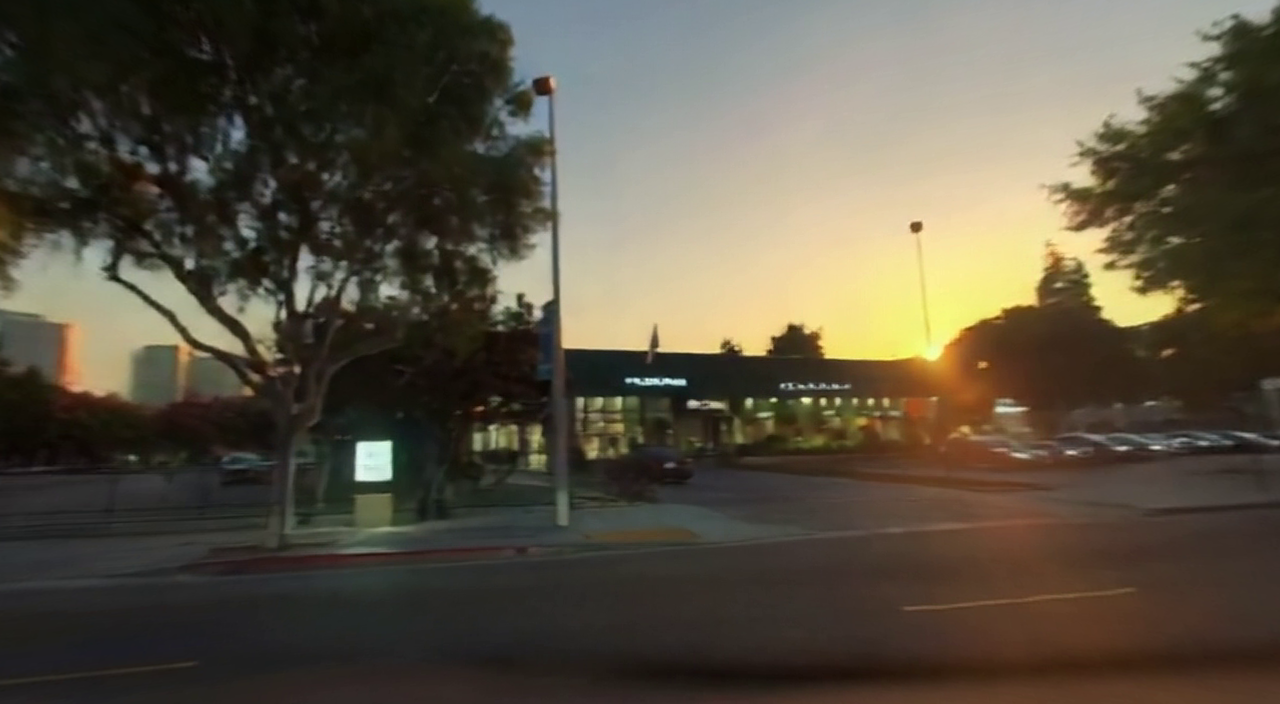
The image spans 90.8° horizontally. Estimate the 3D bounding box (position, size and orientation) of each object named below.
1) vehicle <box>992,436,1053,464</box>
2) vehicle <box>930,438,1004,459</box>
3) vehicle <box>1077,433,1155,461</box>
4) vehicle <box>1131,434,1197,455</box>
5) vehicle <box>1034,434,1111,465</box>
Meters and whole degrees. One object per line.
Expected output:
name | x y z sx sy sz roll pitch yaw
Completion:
vehicle | 21.500 5.537 35.700 2.130 1.458 4.157 -4 -9 20
vehicle | 23.576 6.973 45.667 1.734 1.418 4.317 6 -11 -36
vehicle | 27.492 5.522 36.702 2.102 1.541 4.416 -3 -9 16
vehicle | 40.864 7.202 49.337 1.660 1.415 3.627 4 -7 -37
vehicle | 23.913 5.410 35.149 2.121 1.541 5.124 -3 -9 19
